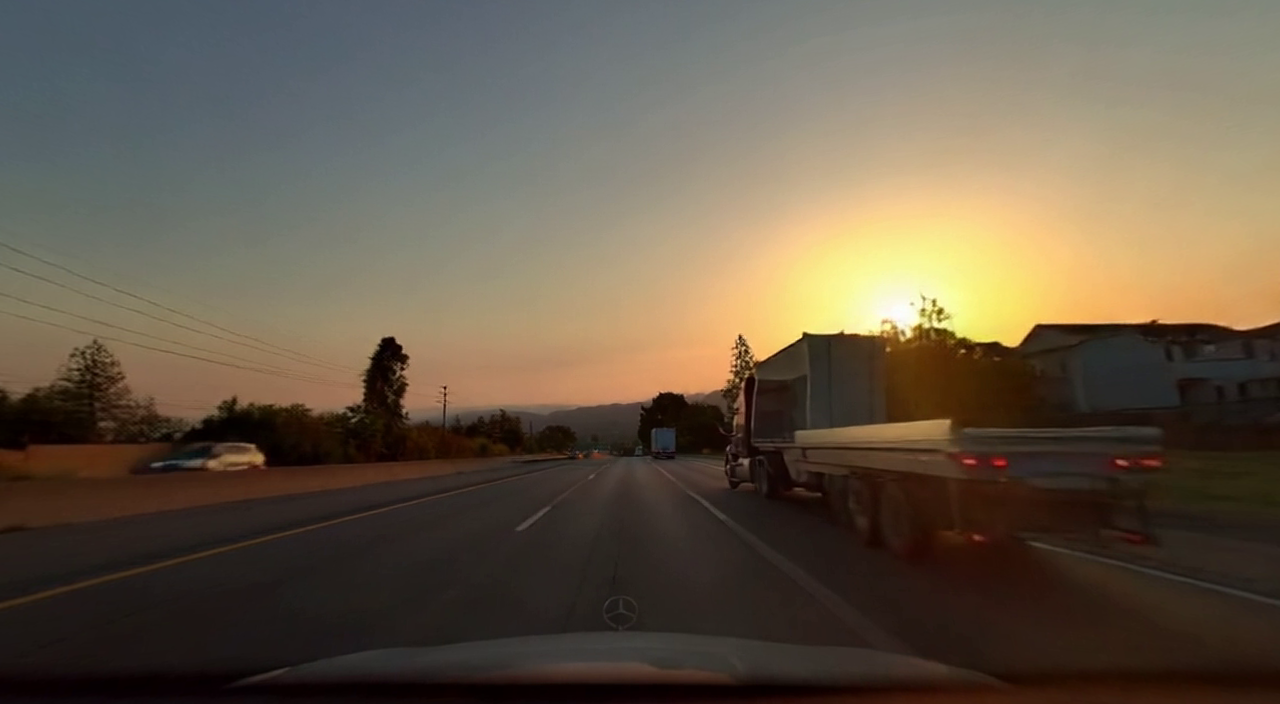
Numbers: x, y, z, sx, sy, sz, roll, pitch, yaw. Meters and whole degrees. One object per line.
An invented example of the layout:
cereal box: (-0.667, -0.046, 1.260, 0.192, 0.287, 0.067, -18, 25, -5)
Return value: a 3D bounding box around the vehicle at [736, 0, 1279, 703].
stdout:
vehicle: (3.991, 0.661, 8.974, 3.037, 3.999, 13.133, 0, -9, 0)
